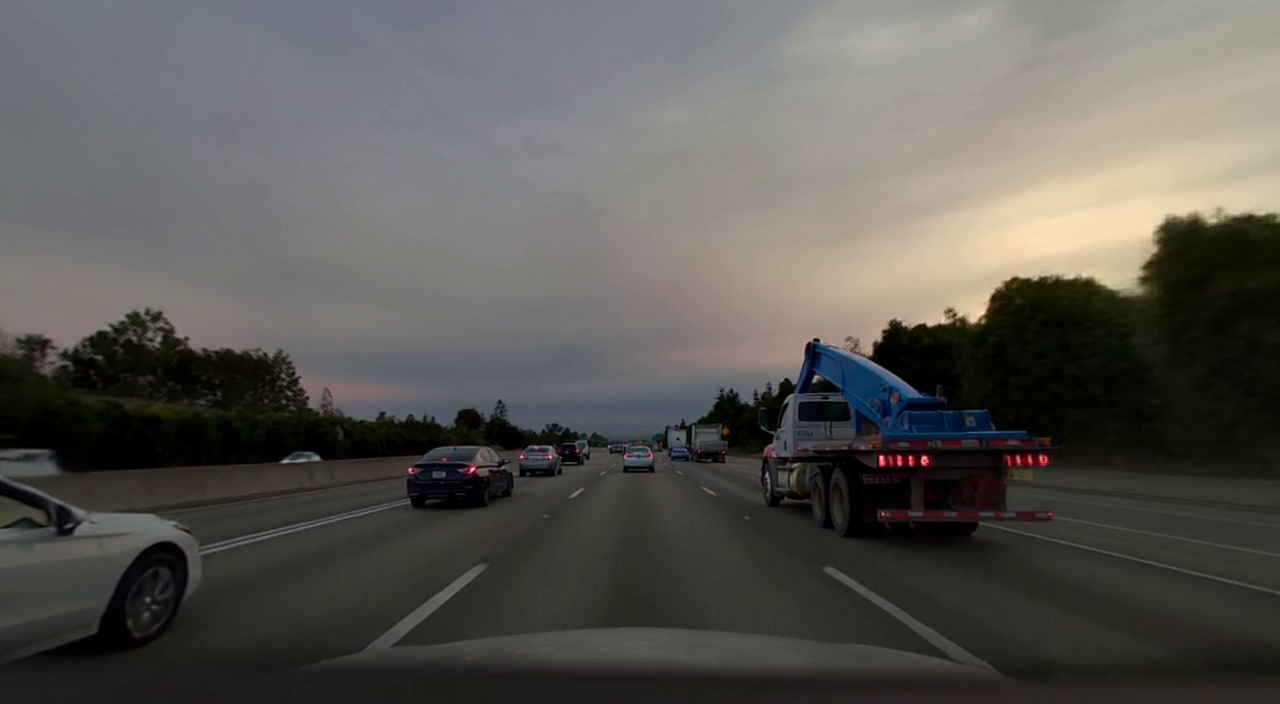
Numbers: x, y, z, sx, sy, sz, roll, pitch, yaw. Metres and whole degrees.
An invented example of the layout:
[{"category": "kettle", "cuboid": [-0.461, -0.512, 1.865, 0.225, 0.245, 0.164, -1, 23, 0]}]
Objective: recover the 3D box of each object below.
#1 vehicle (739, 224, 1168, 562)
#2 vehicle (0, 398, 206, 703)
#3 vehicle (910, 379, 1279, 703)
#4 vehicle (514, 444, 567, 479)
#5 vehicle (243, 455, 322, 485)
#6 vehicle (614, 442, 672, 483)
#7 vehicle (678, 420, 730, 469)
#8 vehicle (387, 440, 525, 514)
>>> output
[{"category": "vehicle", "cuboid": [3.936, 1.016, 10.911, 2.975, 3.618, 8.456, 0, -9, 0]}, {"category": "vehicle", "cuboid": [-4.171, 0.917, 2.460, 1.978, 1.556, 4.119, 0, -9, 0]}, {"category": "vehicle", "cuboid": [4.062, 1.047, 3.414, 2.599, 1.631, 5.693, 0, -9, -1]}, {"category": "vehicle", "cuboid": [-4.591, 5.111, 29.444, 1.858, 1.527, 3.974, 0, -9, 0]}, {"category": "vehicle", "cuboid": [-20.498, 6.768, 36.170, 1.914, 1.521, 4.472, 0, -9, -1]}, {"category": "vehicle", "cuboid": [0.049, 4.458, 25.434, 2.150, 1.498, 3.988, 0, -9, -1]}, {"category": "vehicle", "cuboid": [3.955, 5.982, 40.194, 2.416, 2.829, 7.016, 0, -9, -2]}, {"category": "vehicle", "cuboid": [-4.238, 2.946, 15.328, 1.880, 1.507, 4.757, 0, -9, 0]}]
